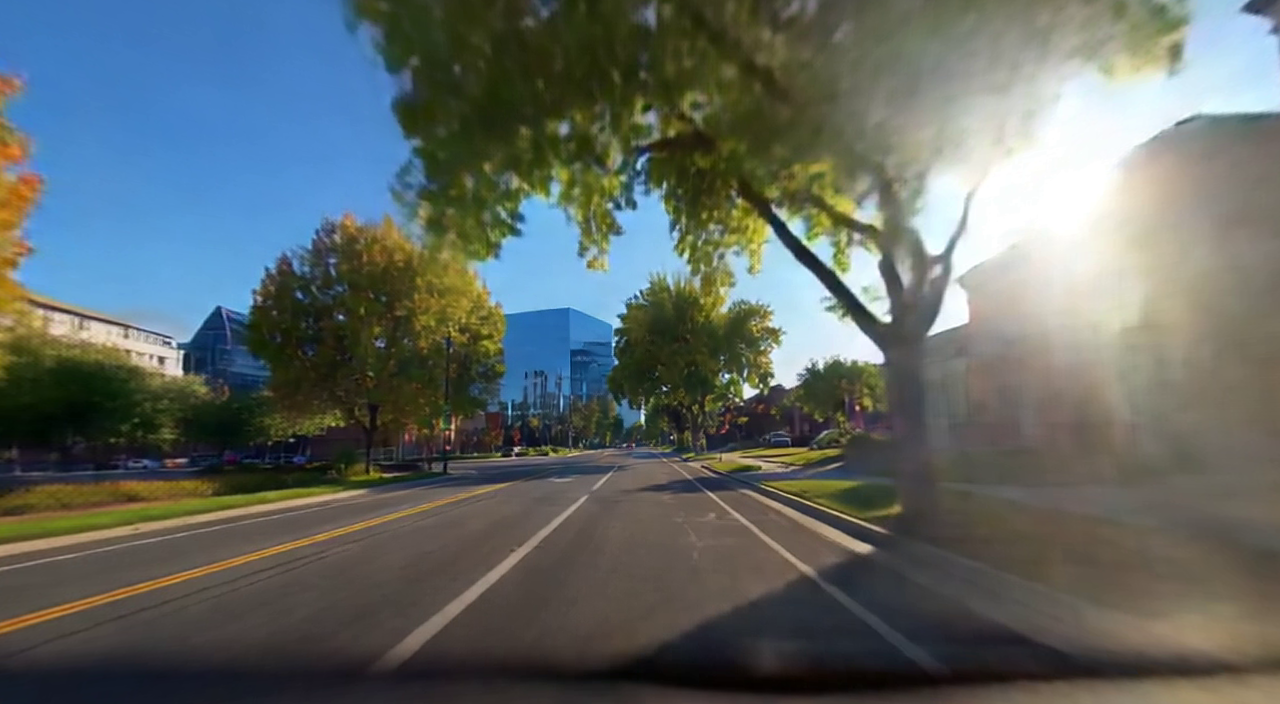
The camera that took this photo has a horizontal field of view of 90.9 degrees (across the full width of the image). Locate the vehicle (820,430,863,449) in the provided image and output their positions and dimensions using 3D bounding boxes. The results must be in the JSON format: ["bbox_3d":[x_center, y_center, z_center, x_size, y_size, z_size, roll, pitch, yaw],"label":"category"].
[{"bbox_3d":[15.472,6.777,48.641,1.866,1.420,4.447,0,-9,-1],"label":"vehicle"}]
